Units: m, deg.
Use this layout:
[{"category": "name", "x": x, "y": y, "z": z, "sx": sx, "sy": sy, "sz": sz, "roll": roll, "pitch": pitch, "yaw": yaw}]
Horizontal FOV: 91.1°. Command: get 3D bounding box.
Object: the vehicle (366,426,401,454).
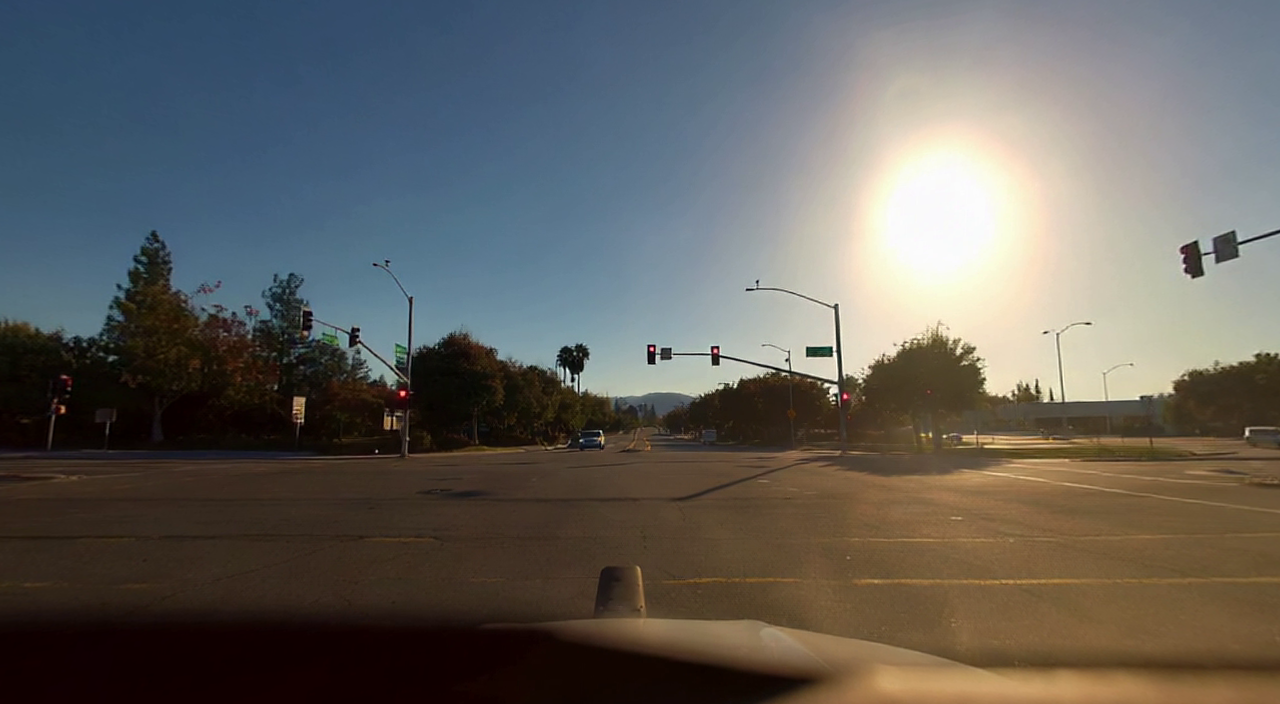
[{"category": "vehicle", "x": -19.993, "y": 6.871, "z": 48.896, "sx": 1.873, "sy": 2.079, "sz": 2.879, "roll": 5, "pitch": -10, "yaw": -33}]
